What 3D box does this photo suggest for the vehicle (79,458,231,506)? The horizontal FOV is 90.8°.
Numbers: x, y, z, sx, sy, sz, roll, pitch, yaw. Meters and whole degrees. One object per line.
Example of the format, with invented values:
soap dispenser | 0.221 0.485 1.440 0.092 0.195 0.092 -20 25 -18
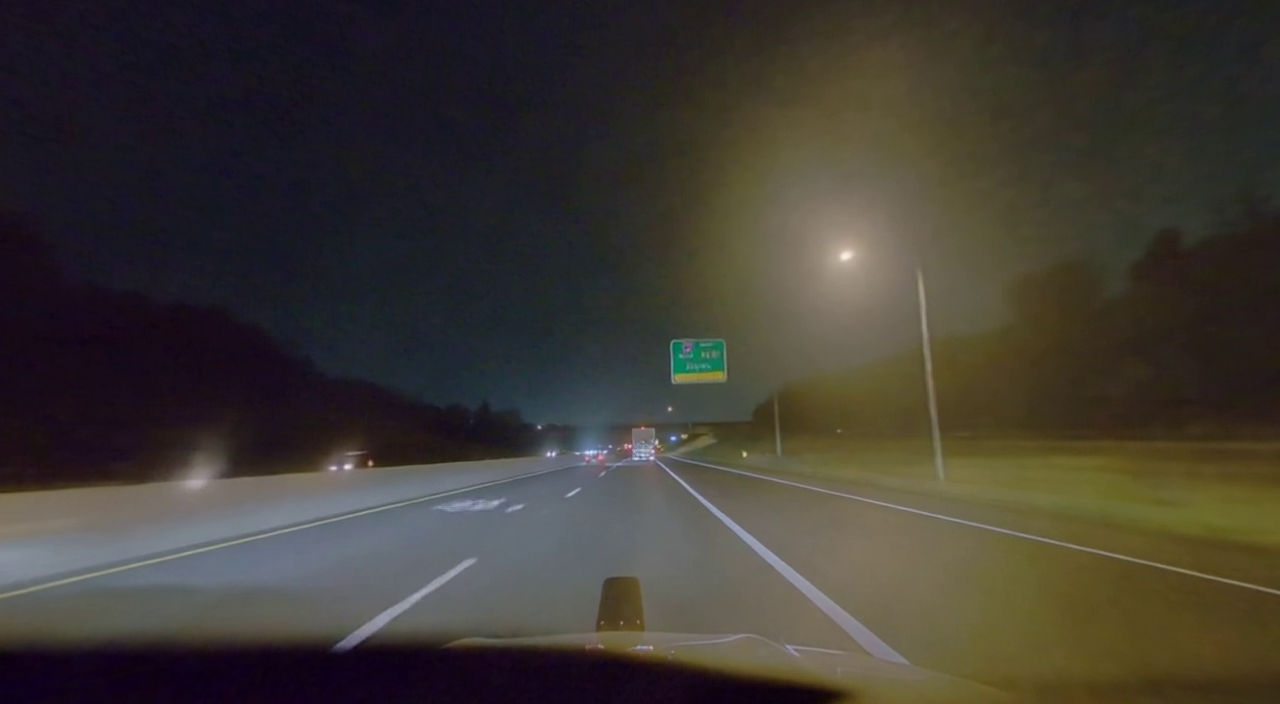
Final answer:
vehicle | -17.019 4.546 22.483 1.838 1.473 4.371 0 -9 1
